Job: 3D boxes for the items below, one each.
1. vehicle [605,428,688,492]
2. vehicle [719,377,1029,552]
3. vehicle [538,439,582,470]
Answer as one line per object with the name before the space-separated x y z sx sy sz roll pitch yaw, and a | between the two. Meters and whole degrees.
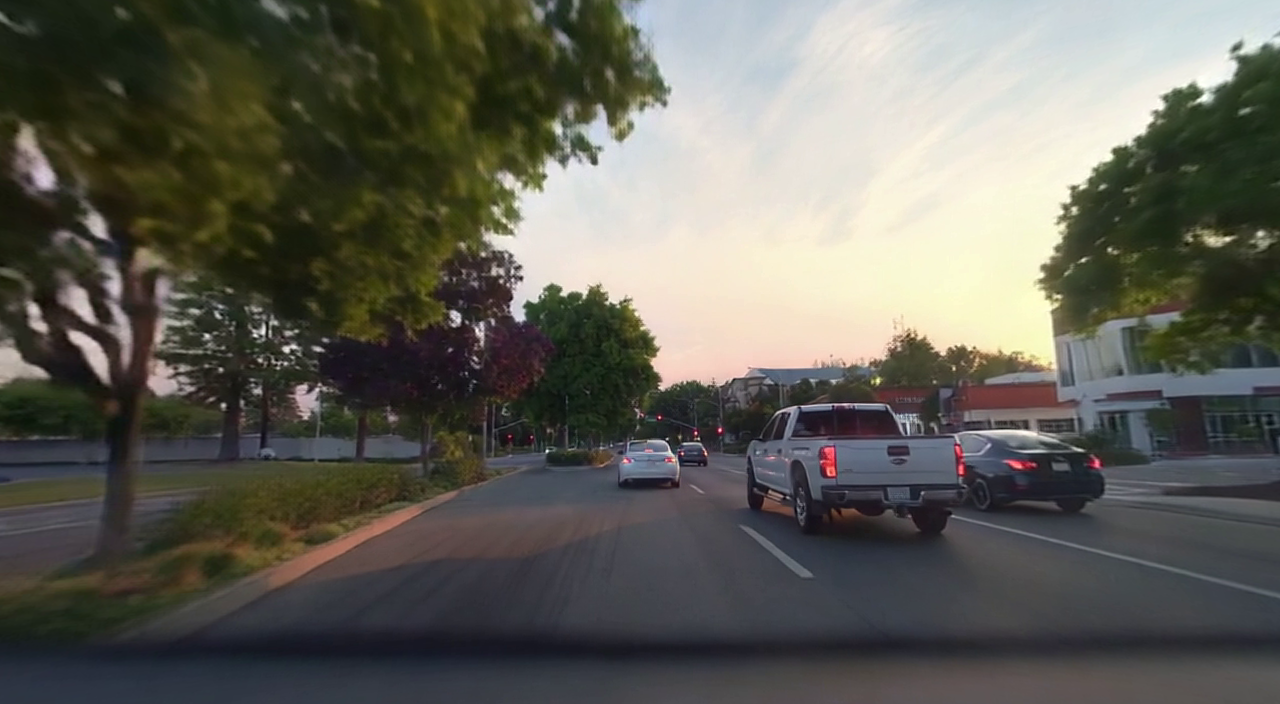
vehicle | 0.126 3.097 18.351 2.145 1.650 4.021 0 -8 -1
vehicle | 3.234 1.806 10.728 2.731 2.101 6.047 1 -8 -3
vehicle | -3.980 5.207 32.069 1.960 1.475 4.161 1 -9 -4
